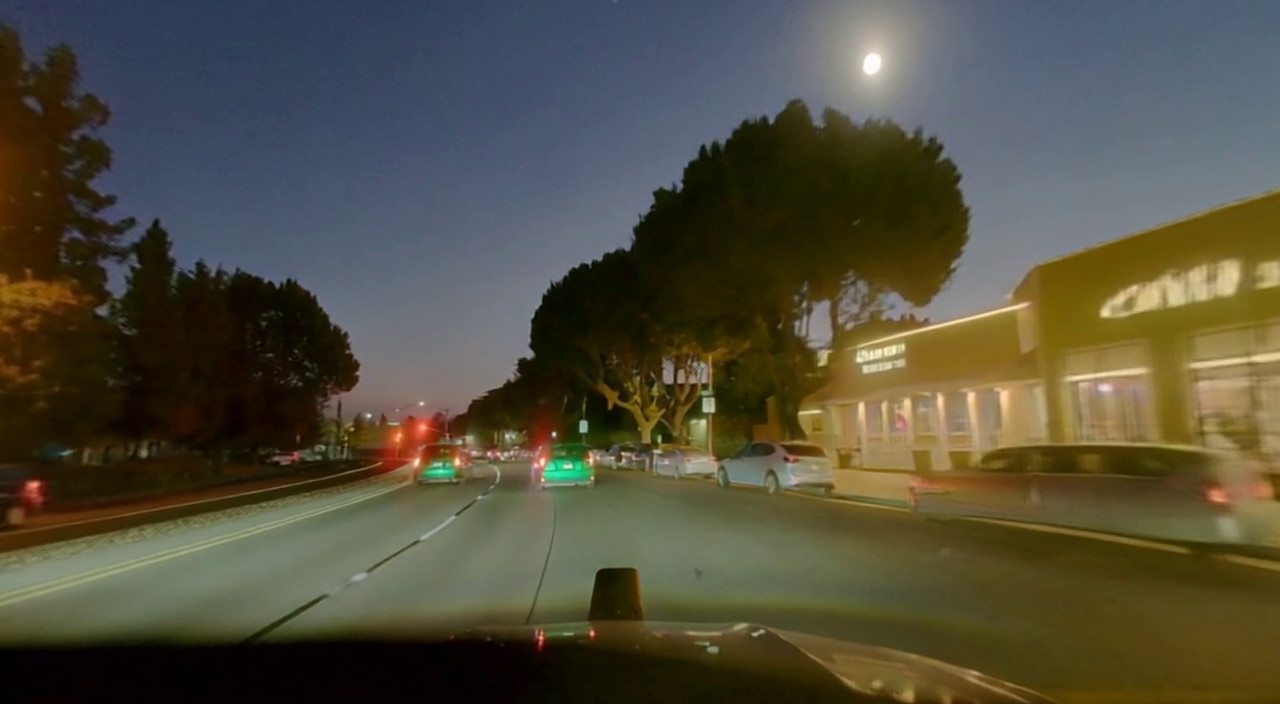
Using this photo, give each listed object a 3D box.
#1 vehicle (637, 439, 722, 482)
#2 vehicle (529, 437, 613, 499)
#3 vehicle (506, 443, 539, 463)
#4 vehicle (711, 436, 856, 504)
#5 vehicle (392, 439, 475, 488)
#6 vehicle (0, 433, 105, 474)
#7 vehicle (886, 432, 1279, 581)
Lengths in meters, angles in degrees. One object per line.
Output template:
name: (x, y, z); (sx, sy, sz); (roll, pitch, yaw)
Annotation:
vehicle: (1.439, 4.251, 25.005); (1.867, 1.489, 4.694); (2, -9, -16)
vehicle: (-2.082, 3.190, 17.808); (2.001, 1.483, 4.442); (1, -9, -10)
vehicle: (-8.554, 7.264, 45.452); (1.920, 1.416, 4.310); (2, -9, -16)
vehicle: (3.599, 3.039, 16.727); (1.905, 1.537, 4.276); (2, -9, -16)
vehicle: (-6.933, 3.763, 21.650); (2.105, 1.477, 4.857); (2, -9, -11)
vehicle: (-36.307, 6.242, 38.806); (2.430, 2.266, 6.029); (3, -9, -13)
vehicle: (5.916, 1.901, 8.826); (2.038, 1.446, 4.896); (2, -9, -15)
